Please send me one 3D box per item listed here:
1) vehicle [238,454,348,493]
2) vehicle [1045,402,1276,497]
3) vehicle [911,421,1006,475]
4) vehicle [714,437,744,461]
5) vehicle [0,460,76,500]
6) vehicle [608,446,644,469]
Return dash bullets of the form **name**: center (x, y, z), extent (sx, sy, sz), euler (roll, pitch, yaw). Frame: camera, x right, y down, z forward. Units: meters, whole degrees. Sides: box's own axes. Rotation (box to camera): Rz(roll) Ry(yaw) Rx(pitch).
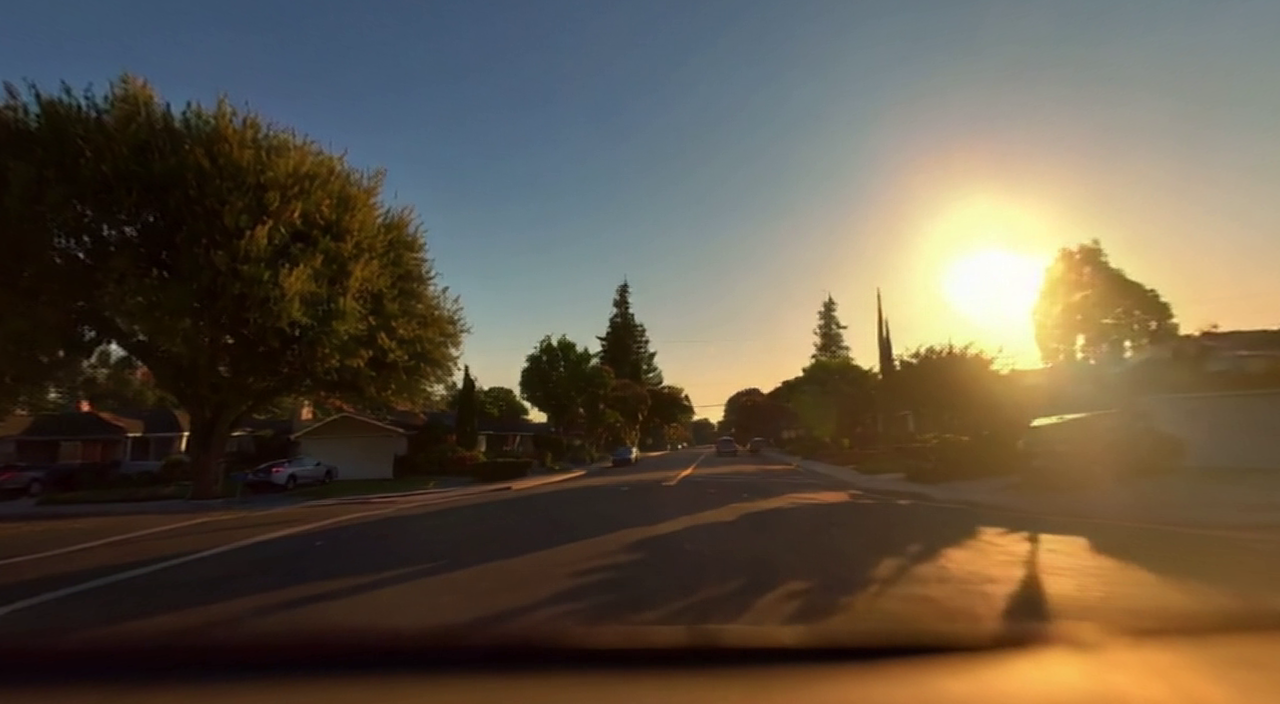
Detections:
- **vehicle**: center (-15.425, 5.385, 28.399), extent (1.917, 1.499, 4.569), euler (-1, -9, 8)
- **vehicle**: center (12.620, 2.451, 16.010), extent (2.333, 1.933, 5.662), euler (-2, -9, 16)
- **vehicle**: center (12.056, 3.684, 24.276), extent (2.130, 1.836, 4.464), euler (-2, -9, 13)
- **vehicle**: center (6.683, 7.303, 47.523), extent (2.116, 1.711, 4.155), euler (-1, -9, 8)
- **vehicle**: center (-28.989, 5.841, 28.980), extent (1.978, 1.666, 4.230), euler (-1, -9, 8)
- **vehicle**: center (-0.985, 7.736, 46.551), extent (2.075, 1.551, 4.074), euler (-1, -9, 6)
